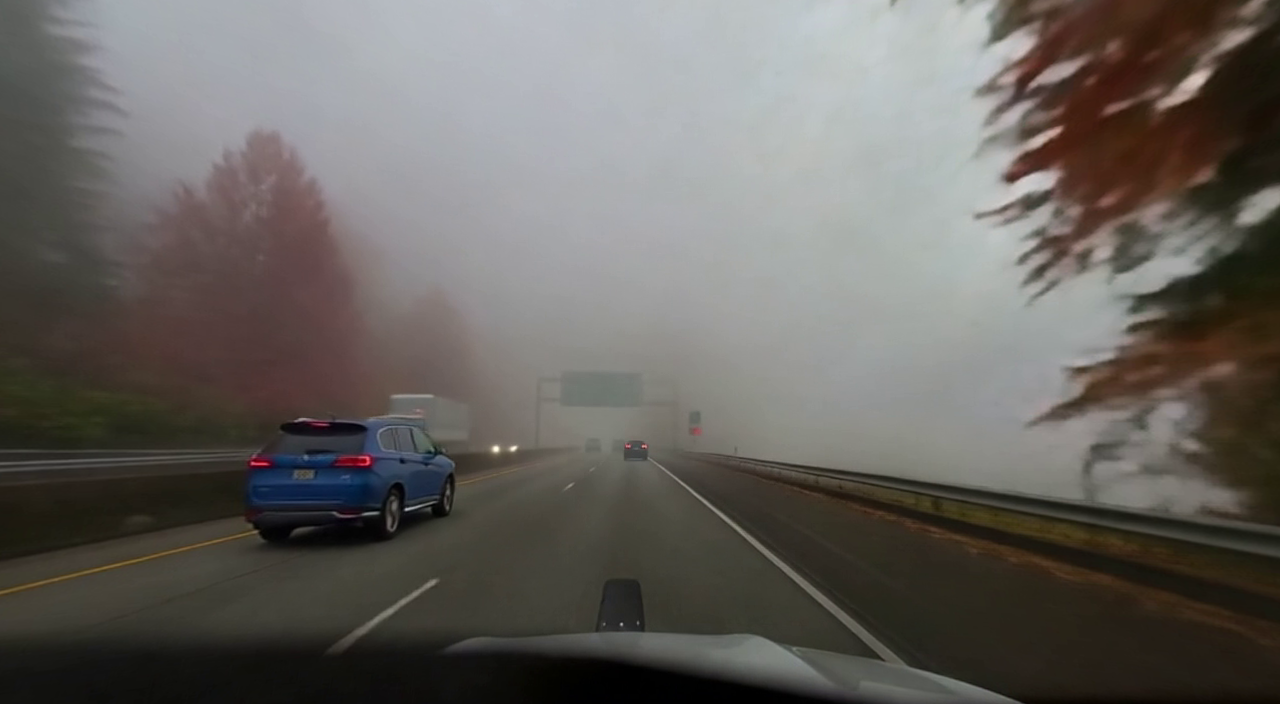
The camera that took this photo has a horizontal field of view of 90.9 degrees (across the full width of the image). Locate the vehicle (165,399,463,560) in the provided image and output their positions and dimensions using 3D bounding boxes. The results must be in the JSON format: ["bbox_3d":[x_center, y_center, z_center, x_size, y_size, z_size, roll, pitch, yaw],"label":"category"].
[{"bbox_3d":[-4.109,1.681,8.945,1.924,1.720,4.195,0,-8,0],"label":"vehicle"}]

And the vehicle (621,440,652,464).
[{"bbox_3d":[-0.257,6.558,41.546,1.939,1.497,3.863,0,-8,-1],"label":"vehicle"}]
